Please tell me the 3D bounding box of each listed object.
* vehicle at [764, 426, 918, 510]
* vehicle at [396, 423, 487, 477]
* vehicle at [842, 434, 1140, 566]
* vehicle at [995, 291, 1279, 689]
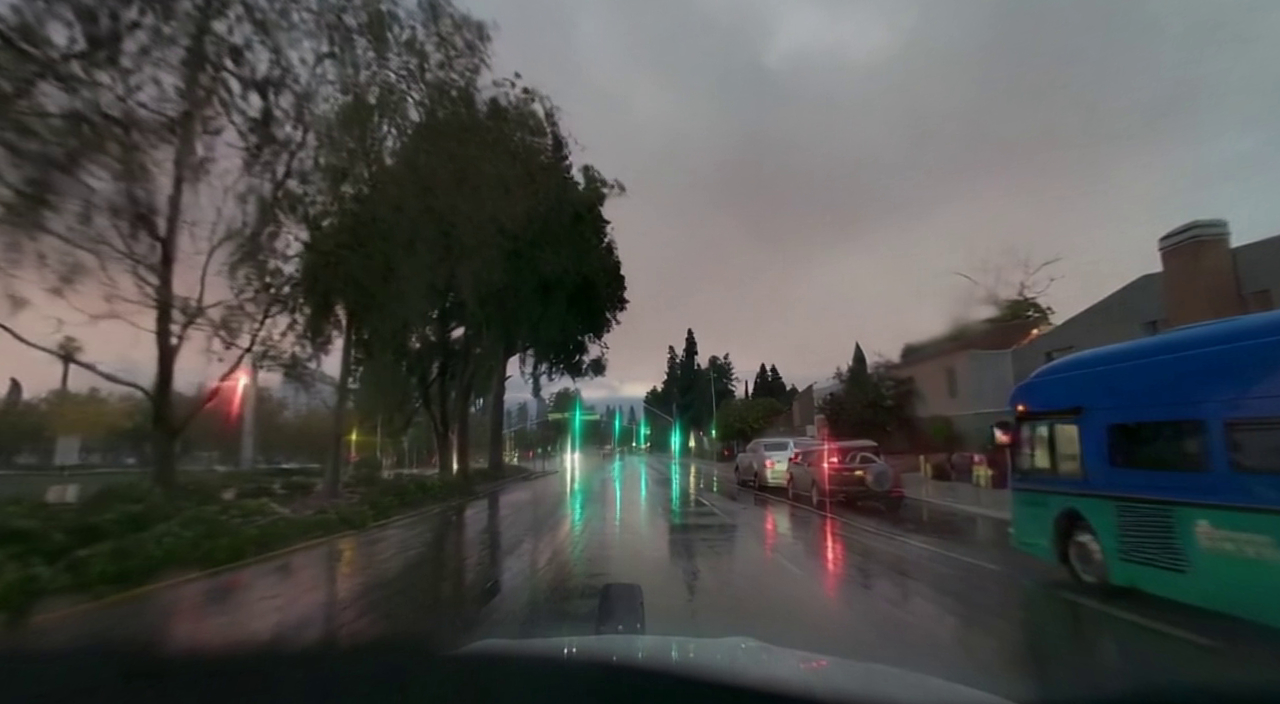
[{"bbox_3d":[4.524,2.695,15.173,2.028,1.660,4.705,0,-8,-2],"label":"vehicle"},{"bbox_3d":[-14.691,7.467,48.225,3.021,3.520,12.558,0,-9,-1],"label":"vehicle"},{"bbox_3d":[4.737,2.025,9.524,1.908,1.472,4.541,0,-8,0],"label":"vehicle"},{"bbox_3d":[4.628,0.660,2.892,2.351,2.125,6.230,0,-8,0],"label":"vehicle"}]
